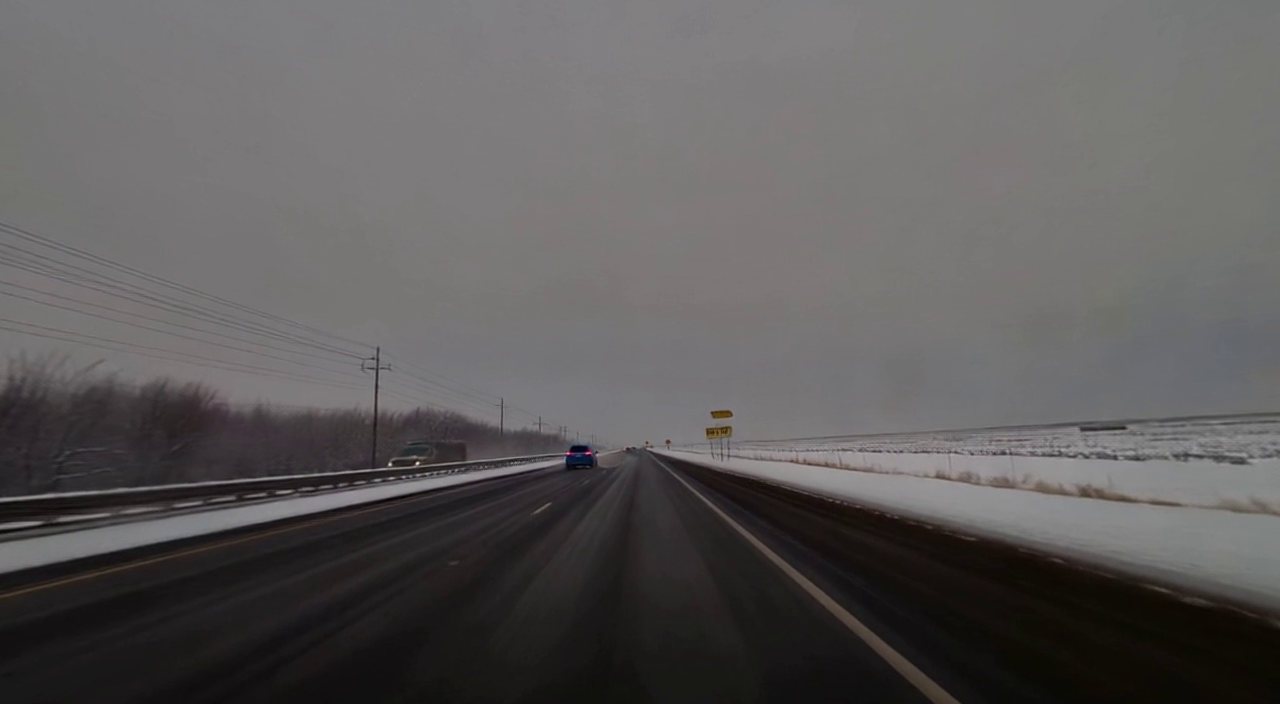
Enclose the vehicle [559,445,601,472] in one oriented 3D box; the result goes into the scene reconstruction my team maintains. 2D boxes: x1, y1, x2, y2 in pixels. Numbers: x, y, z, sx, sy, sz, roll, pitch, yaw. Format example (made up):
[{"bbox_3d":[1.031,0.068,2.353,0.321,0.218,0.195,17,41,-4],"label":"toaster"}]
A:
[{"bbox_3d":[-3.660,6.597,39.130,2.106,1.543,4.465,0,-9,1],"label":"vehicle"}]
